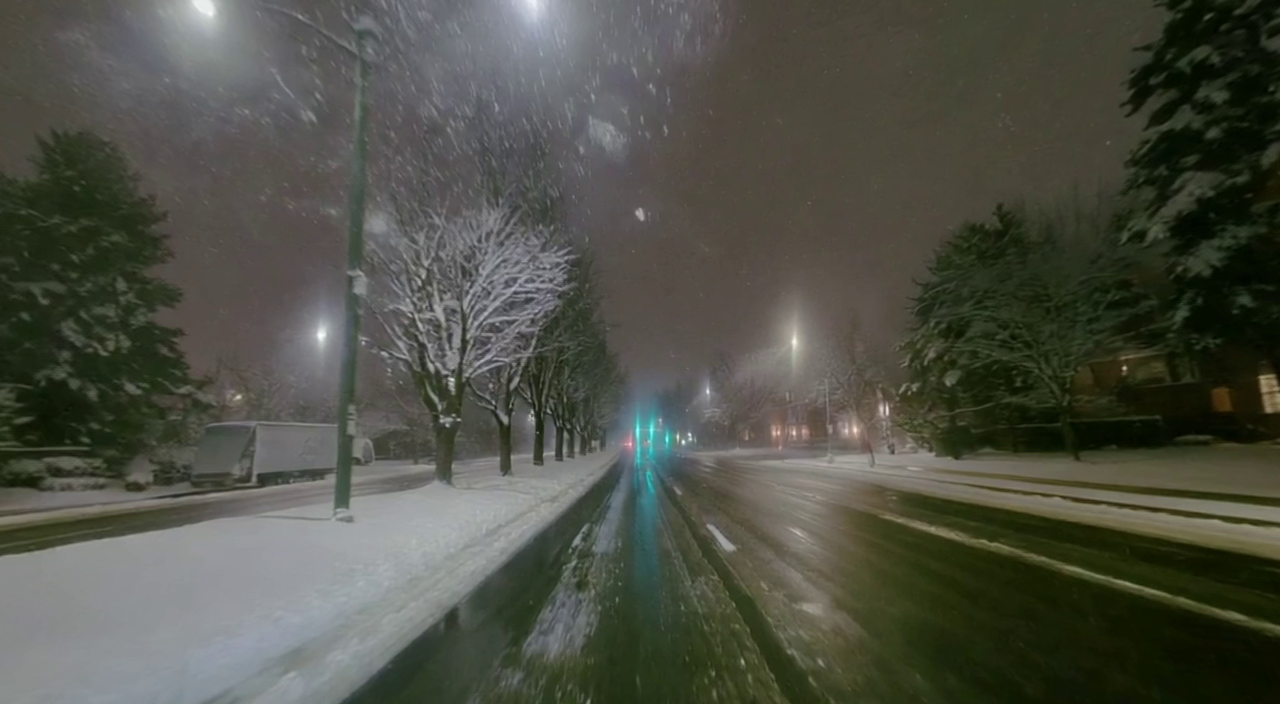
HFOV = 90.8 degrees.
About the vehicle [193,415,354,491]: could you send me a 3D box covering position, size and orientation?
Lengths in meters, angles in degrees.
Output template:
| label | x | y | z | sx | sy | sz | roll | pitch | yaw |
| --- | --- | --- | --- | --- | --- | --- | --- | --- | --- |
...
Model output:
| label | x | y | z | sx | sy | sz | roll | pitch | yaw |
| --- | --- | --- | --- | --- | --- | --- | --- | --- | --- |
| vehicle | -19.499 | 5.503 | 34.726 | 2.866 | 3.528 | 9.798 | 0 | -9 | 0 |
